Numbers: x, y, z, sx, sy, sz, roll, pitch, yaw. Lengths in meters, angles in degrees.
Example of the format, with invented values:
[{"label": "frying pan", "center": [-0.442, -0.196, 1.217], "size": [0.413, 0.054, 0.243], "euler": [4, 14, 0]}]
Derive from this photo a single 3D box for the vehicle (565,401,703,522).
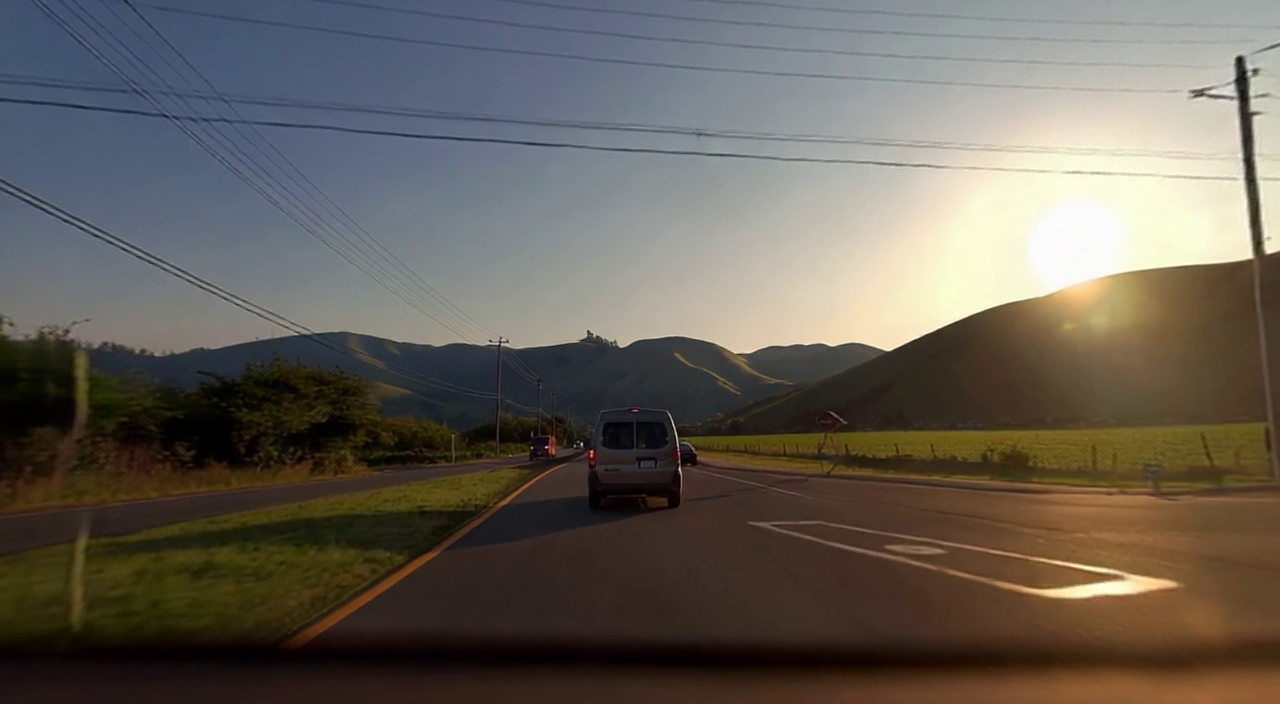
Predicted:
[{"label": "vehicle", "center": [-0.193, 2.293, 13.622], "size": [2.454, 2.144, 4.535], "euler": [0, -8, -2]}]
